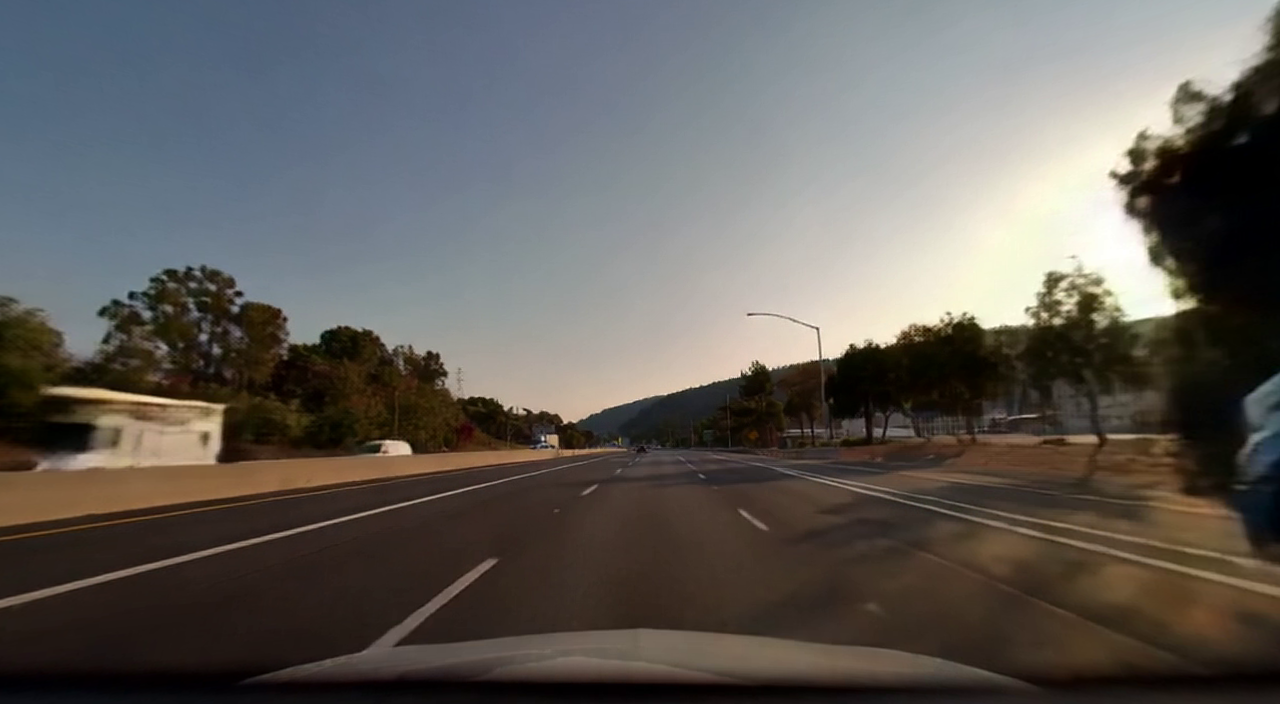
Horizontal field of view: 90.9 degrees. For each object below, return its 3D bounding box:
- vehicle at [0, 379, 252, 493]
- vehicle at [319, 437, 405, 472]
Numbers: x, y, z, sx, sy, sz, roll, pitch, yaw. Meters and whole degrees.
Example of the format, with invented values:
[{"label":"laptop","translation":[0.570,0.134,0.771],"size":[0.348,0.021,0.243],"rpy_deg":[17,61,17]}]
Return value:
[{"label":"vehicle","translation":[-21.615,3.639,27.039],"size":[3.007,3.884,10.521],"rpy_deg":[0,-8,1]},{"label":"vehicle","translation":[-17.553,6.476,40.276],"size":[2.416,2.039,6.351],"rpy_deg":[0,-8,2]}]
